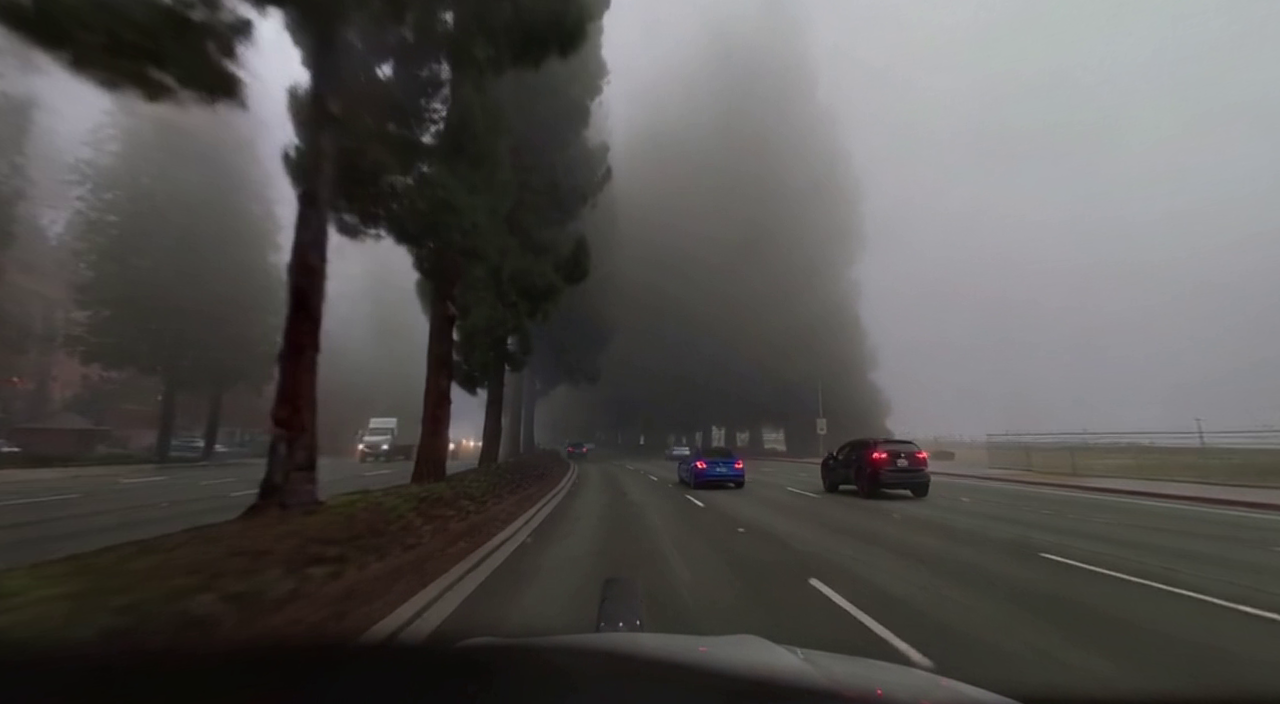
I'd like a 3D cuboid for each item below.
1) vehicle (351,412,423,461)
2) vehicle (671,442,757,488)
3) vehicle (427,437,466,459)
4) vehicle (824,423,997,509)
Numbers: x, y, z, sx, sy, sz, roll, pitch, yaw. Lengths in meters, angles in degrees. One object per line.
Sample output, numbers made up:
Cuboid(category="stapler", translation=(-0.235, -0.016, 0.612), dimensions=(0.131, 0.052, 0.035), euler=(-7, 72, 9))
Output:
Cuboid(category="vehicle", translation=(-17.521, 5.986, 44.345), dimensions=(2.989, 3.150, 6.793), euler=(1, -8, -8))
Cuboid(category="vehicle", translation=(2.290, 3.649, 20.803), dimensions=(1.990, 1.347, 4.388), euler=(1, -8, -4))
Cuboid(category="vehicle", translation=(-14.428, 7.181, 47.257), dimensions=(1.965, 1.514, 4.404), euler=(1, -8, -7))
Cuboid(category="vehicle", translation=(6.173, 2.637, 15.097), dimensions=(1.987, 1.730, 4.373), euler=(1, -8, -3))
